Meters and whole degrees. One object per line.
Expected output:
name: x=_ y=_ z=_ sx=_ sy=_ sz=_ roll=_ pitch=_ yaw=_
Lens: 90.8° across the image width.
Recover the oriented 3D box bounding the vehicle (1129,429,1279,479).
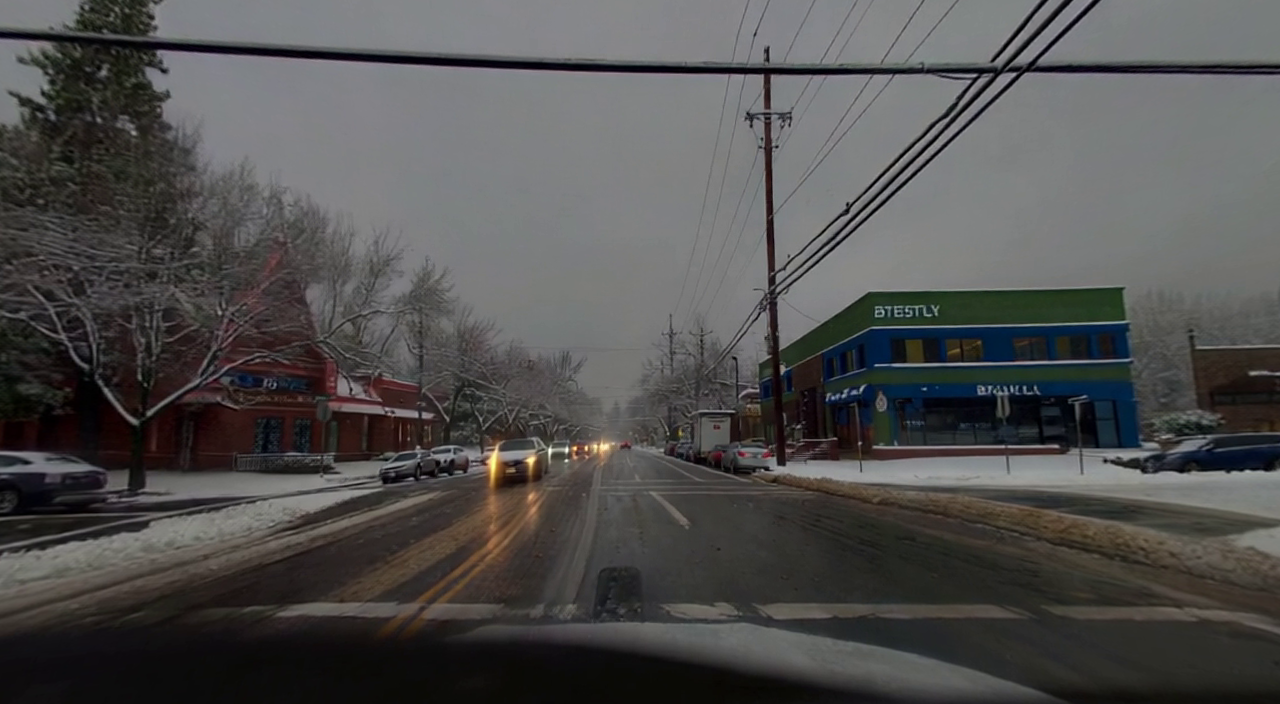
vehicle: x=18.619 y=3.230 z=20.115 sx=4.368 sy=1.479 sz=1.985 roll=0 pitch=-8 yaw=1

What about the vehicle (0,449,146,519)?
vehicle: x=-15.066 y=3.080 z=14.972 sx=4.729 sy=1.518 sz=2.107 roll=3 pitch=-9 yaw=-17

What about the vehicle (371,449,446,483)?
vehicle: x=-10.958 y=5.383 z=30.244 sx=1.978 sy=1.452 sz=4.263 roll=0 pitch=-8 yaw=0

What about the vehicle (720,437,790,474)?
vehicle: x=5.590 y=5.088 z=31.307 sx=1.963 sy=1.646 sz=4.204 roll=2 pitch=-9 yaw=-11

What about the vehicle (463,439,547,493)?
vehicle: x=-4.160 y=3.545 z=20.098 sx=1.914 sy=1.506 sz=4.125 roll=0 pitch=-8 yaw=-3

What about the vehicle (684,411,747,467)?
vehicle: x=4.599 y=5.535 z=40.037 sx=2.815 sy=3.203 sz=7.558 roll=0 pitch=-8 yaw=-2
